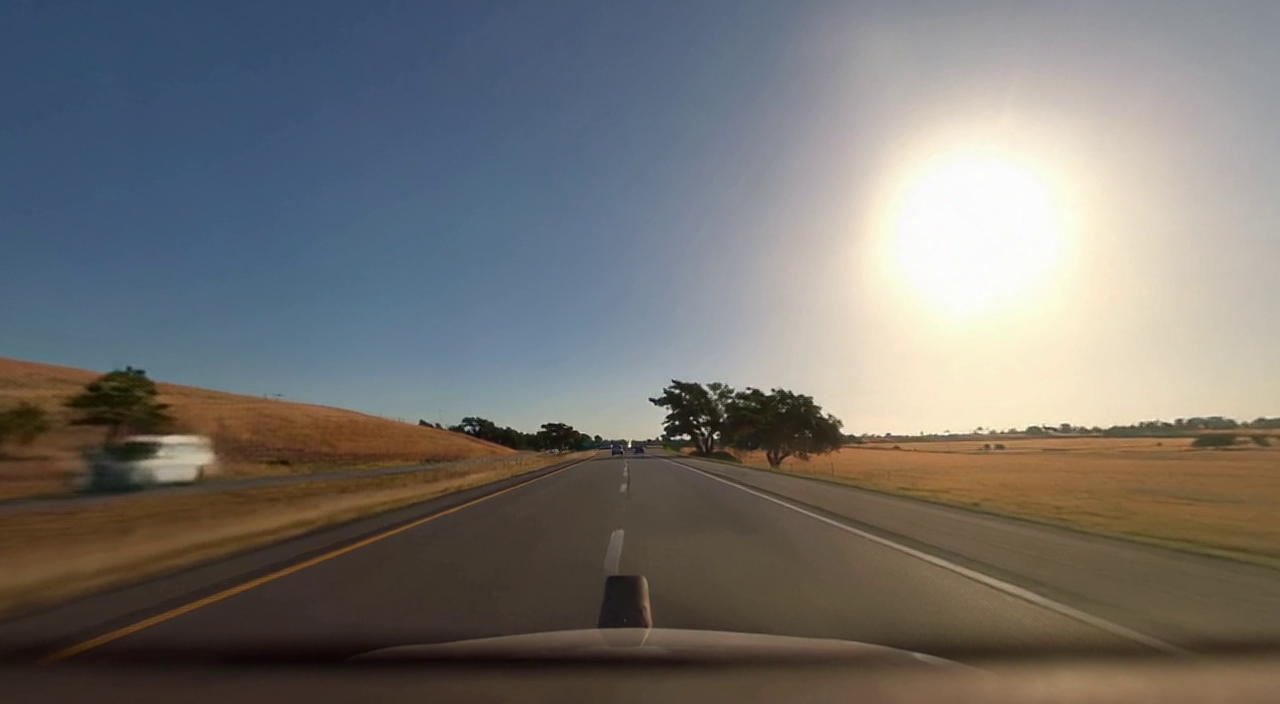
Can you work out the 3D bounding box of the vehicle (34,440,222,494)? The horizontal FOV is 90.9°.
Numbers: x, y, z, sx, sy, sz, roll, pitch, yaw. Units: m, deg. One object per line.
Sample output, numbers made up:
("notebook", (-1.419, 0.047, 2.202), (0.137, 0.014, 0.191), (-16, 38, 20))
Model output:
("vehicle", (-19.608, 4.398, 24.730), (2.206, 1.828, 6.229), (0, -8, 0))
